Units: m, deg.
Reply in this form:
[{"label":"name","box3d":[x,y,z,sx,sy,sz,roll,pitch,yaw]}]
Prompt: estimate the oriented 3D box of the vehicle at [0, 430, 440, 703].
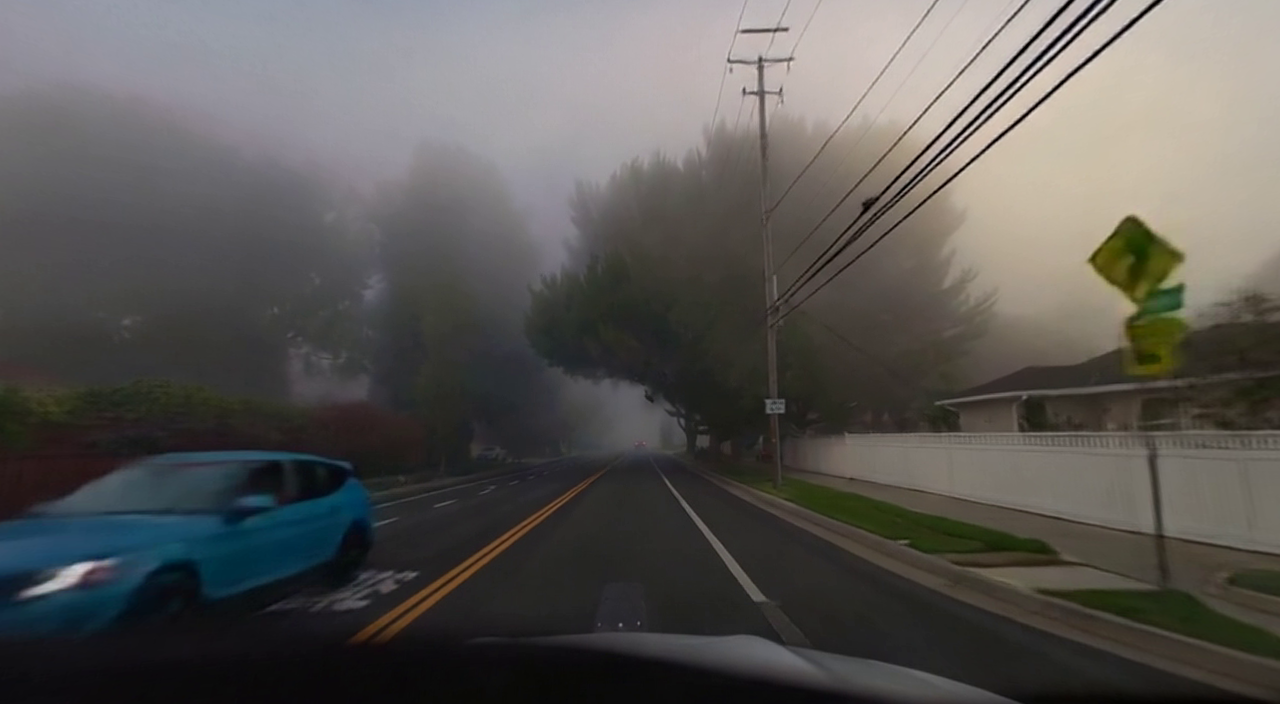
[{"label":"vehicle","box3d":[-3.454,1.455,5.411,2.102,1.463,4.024,0,-8,1]}]
